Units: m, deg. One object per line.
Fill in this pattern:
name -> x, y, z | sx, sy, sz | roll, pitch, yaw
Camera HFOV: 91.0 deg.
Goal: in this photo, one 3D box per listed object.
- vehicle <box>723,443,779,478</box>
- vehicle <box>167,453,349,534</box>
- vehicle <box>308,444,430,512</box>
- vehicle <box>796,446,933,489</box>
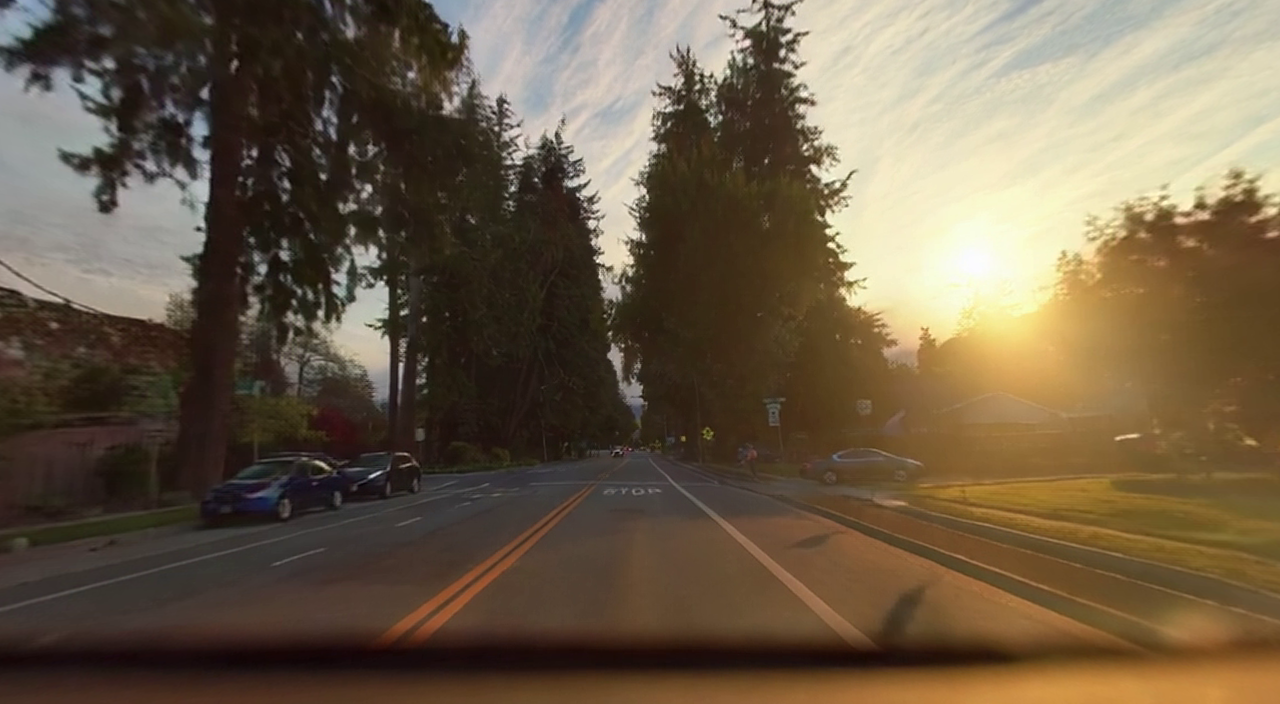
vehicle -> 5.797, 5.717, 33.545 | 2.096, 1.713, 4.606 | 0, -9, -1
vehicle -> -9.195, 3.379, 15.659 | 1.998, 1.684, 4.180 | 1, -9, -2
vehicle -> -9.371, 4.335, 22.356 | 2.181, 1.938, 4.931 | -2, -7, 0
vehicle -> 8.148, 4.238, 23.271 | 4.438, 1.466, 1.943 | -1, -9, 10
